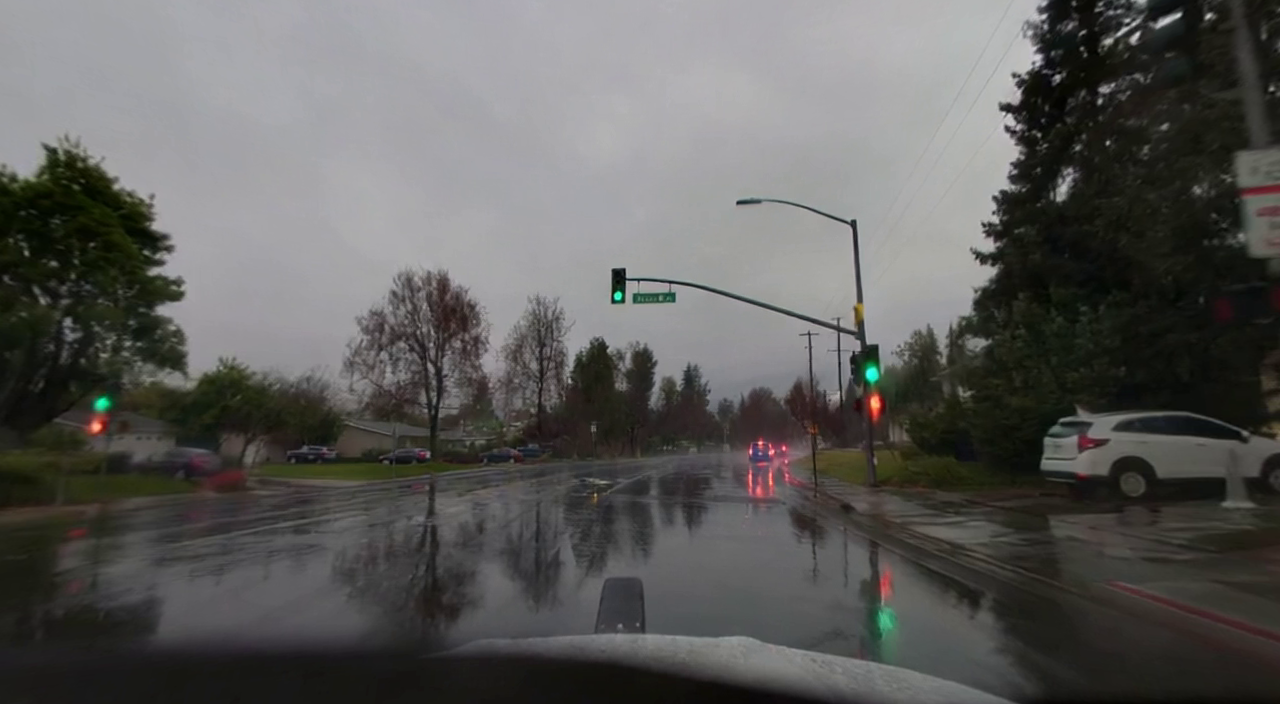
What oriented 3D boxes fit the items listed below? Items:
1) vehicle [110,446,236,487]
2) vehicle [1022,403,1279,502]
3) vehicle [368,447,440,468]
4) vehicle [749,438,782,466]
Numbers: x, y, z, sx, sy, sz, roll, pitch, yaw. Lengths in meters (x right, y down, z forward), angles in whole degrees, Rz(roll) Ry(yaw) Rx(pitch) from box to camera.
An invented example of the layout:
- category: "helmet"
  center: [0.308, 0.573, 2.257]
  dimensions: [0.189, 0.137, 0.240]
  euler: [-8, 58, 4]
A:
- category: "vehicle"
  center: [-19.824, 4.837, 26.897]
  dimensions: [4.028, 1.610, 1.881]
  euler: [-1, -9, 8]
- category: "vehicle"
  center: [10.491, 1.939, 12.263]
  dimensions: [4.833, 1.742, 1.946]
  euler: [0, -8, 1]
- category: "vehicle"
  center: [-17.503, 7.837, 46.979]
  dimensions: [4.658, 1.482, 1.879]
  euler: [-2, -9, 12]
- category: "vehicle"
  center: [8.361, 6.607, 41.833]
  dimensions: [1.989, 1.782, 4.351]
  euler: [-2, -9, 13]
